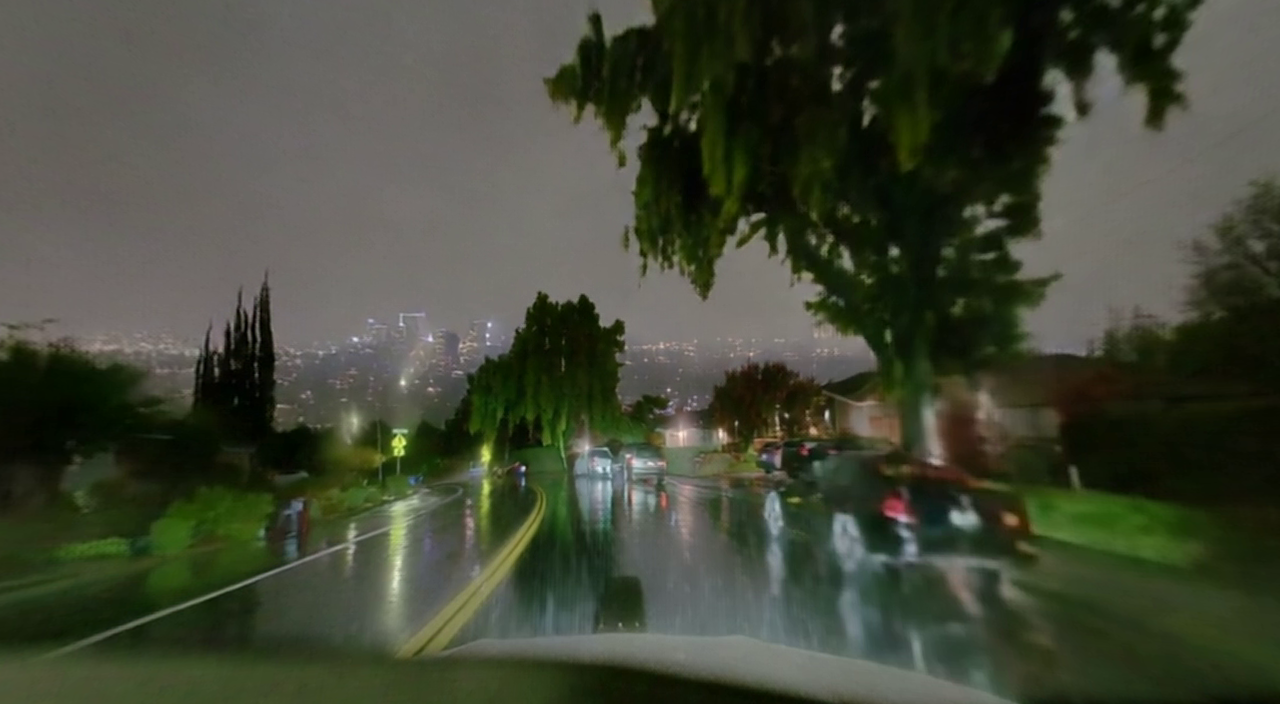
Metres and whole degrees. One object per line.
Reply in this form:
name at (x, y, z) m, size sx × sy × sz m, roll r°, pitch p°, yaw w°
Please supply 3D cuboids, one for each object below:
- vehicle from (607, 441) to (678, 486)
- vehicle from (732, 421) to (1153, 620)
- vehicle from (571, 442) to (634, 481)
vehicle at (-0.020, 4.570, 26.369) m, size 1.965 × 1.663 × 4.744 m, roll 2°, pitch -9°, yaw -13°
vehicle at (2.729, 1.660, 7.437) m, size 2.181 × 1.494 × 5.023 m, roll 0°, pitch -8°, yaw -4°
vehicle at (-2.116, 5.754, 33.623) m, size 2.180 × 1.849 × 5.423 m, roll 2°, pitch -9°, yaw -16°
